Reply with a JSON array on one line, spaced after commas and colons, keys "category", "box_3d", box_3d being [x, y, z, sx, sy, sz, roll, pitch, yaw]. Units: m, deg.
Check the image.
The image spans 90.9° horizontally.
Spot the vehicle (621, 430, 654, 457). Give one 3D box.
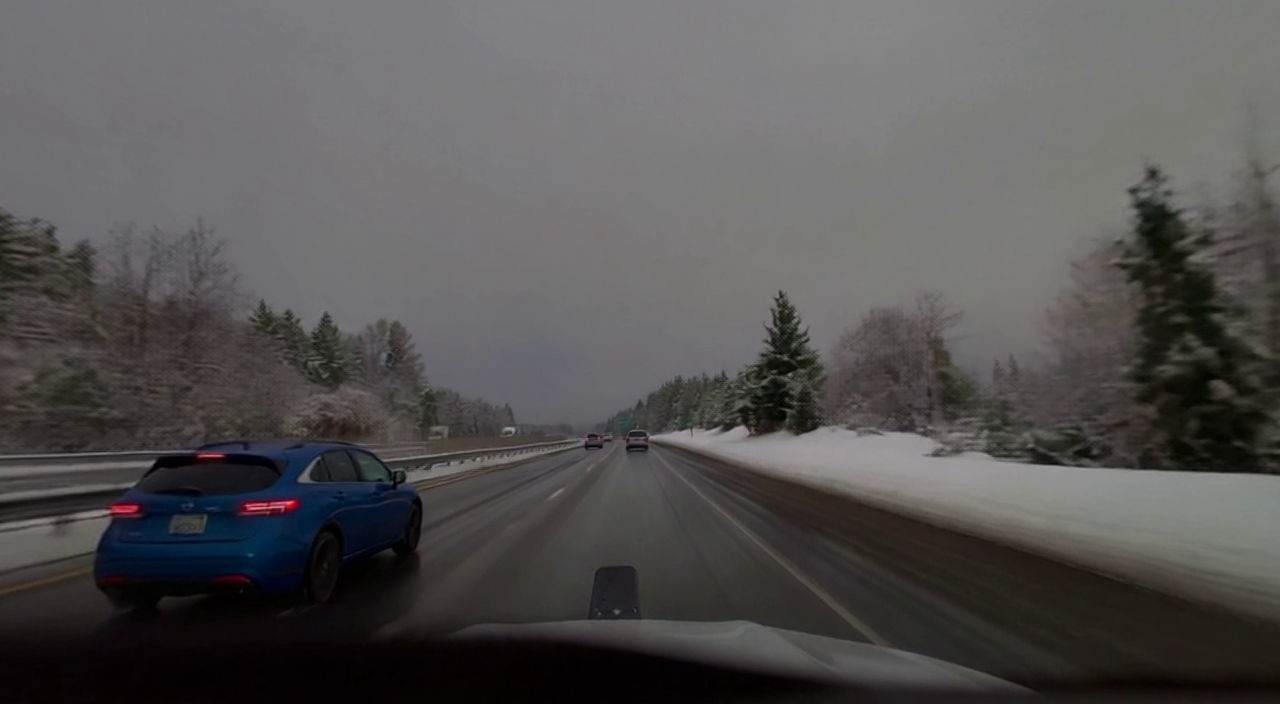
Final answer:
[{"category": "vehicle", "box_3d": [-0.189, 5.945, 41.014, 2.041, 1.618, 3.898, 0, -8, -1]}]
